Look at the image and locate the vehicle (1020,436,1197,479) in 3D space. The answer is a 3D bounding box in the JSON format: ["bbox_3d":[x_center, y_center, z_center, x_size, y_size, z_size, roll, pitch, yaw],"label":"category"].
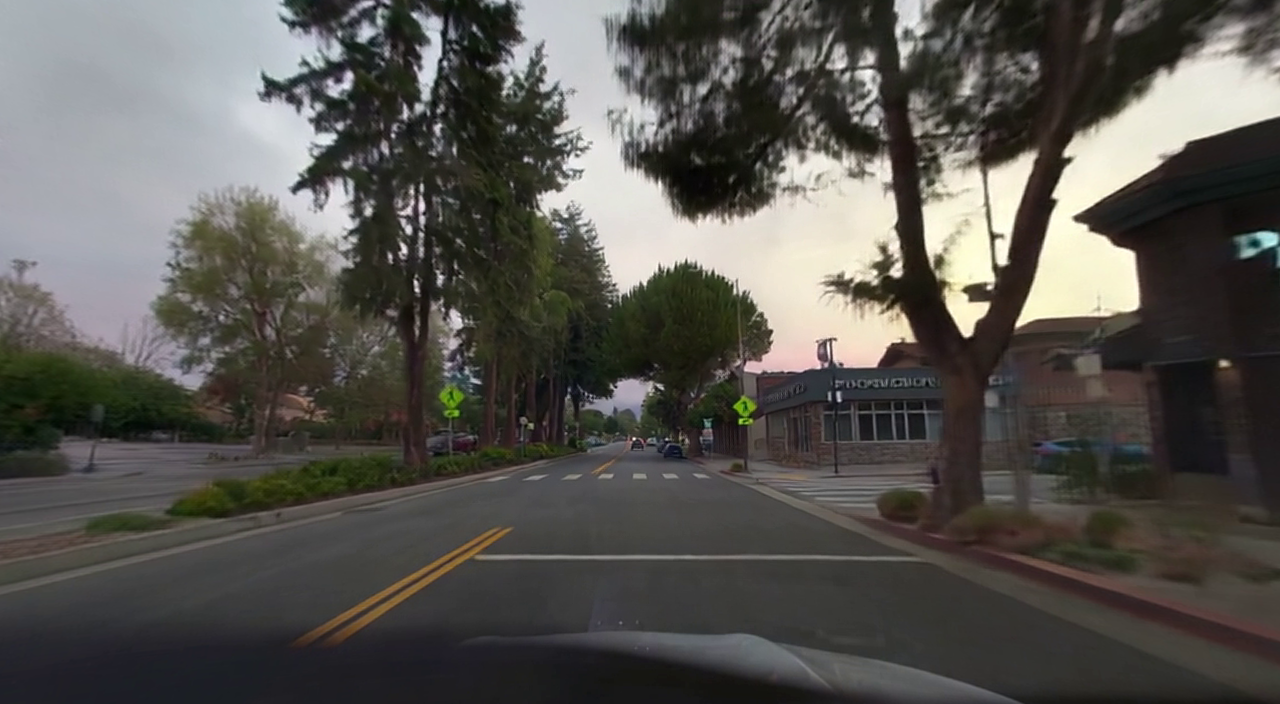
[{"bbox_3d":[16.713,3.754,22.775,4.563,1.457,2.139,-1,-7,6],"label":"vehicle"}]
